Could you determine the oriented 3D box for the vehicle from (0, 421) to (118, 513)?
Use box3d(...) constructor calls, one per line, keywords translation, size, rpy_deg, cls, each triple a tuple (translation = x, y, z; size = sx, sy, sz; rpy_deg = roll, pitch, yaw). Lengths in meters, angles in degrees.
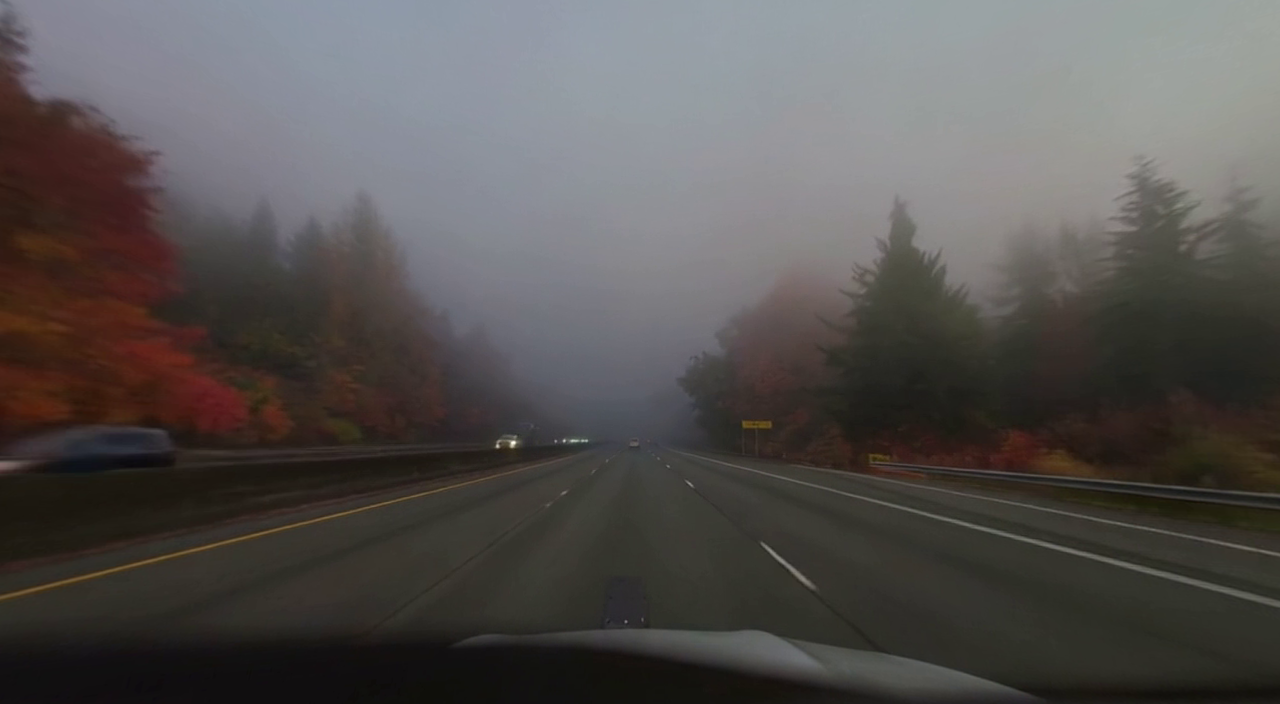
box3d(translation=(-11.432, 1.873, 10.229), size=(1.904, 1.504, 4.525), rpy_deg=(0, -8, 1), cls="vehicle")
